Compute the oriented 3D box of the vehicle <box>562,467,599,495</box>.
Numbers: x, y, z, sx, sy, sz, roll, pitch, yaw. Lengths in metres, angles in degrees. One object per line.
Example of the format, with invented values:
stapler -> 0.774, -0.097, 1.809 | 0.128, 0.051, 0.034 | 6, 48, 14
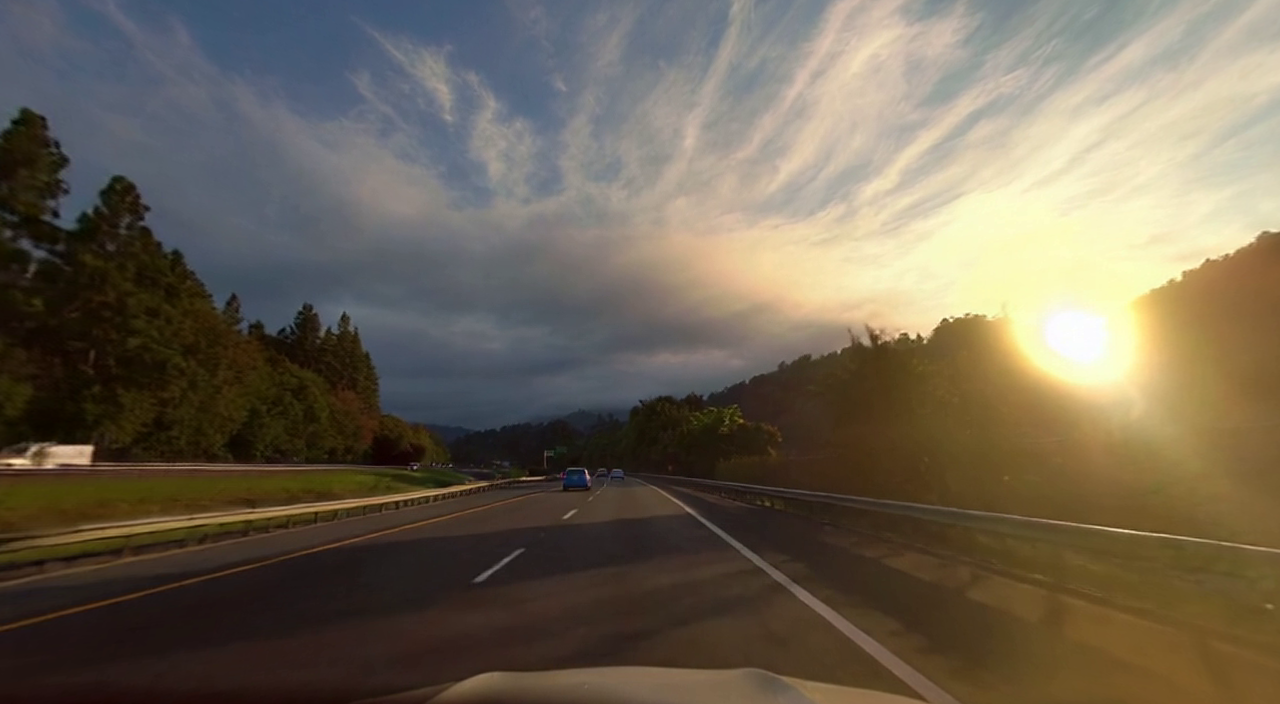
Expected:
vehicle -> -3.520, 7.734, 38.073 | 1.967, 1.556, 4.364 | 1, -11, -2
